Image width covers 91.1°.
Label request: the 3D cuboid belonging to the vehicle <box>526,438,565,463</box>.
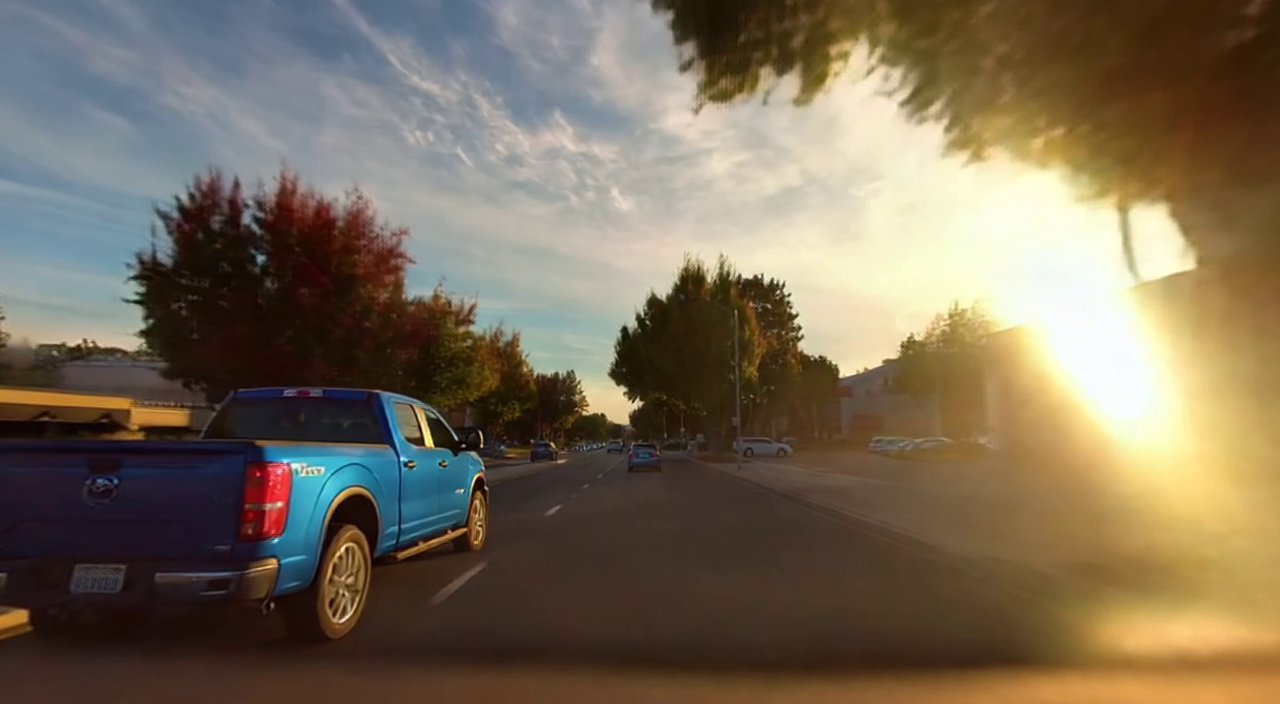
[{"bbox_3d":[-7.284,7.629,48.902,2.146,1.788,5.153,-1,-8,0],"label":"vehicle"}]

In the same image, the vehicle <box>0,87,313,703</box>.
[{"bbox_3d":[-3.471,0.294,1.183,2.733,2.495,5.037,-1,-8,3],"label":"vehicle"}]

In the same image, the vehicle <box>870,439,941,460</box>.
[{"bbox_3d":[20.955,7.682,49.633,4.836,1.567,2.051,-6,-10,31],"label":"vehicle"}]

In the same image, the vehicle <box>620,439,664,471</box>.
[{"bbox_3d":[0.098,5.503,33.722,2.191,1.530,4.470,-1,-8,0],"label":"vehicle"}]

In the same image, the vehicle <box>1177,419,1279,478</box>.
[{"bbox_3d":[20.372,3.044,19.958,4.501,1.780,2.082,-5,-10,29],"label":"vehicle"}]

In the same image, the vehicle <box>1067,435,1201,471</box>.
[{"bbox_3d":[22.124,4.553,28.371,4.437,1.485,2.027,-5,-9,31],"label":"vehicle"}]

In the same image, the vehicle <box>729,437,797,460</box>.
[{"bbox_3d":[9.790,7.657,49.965,5.109,1.735,1.997,3,-9,-25],"label":"vehicle"}]
